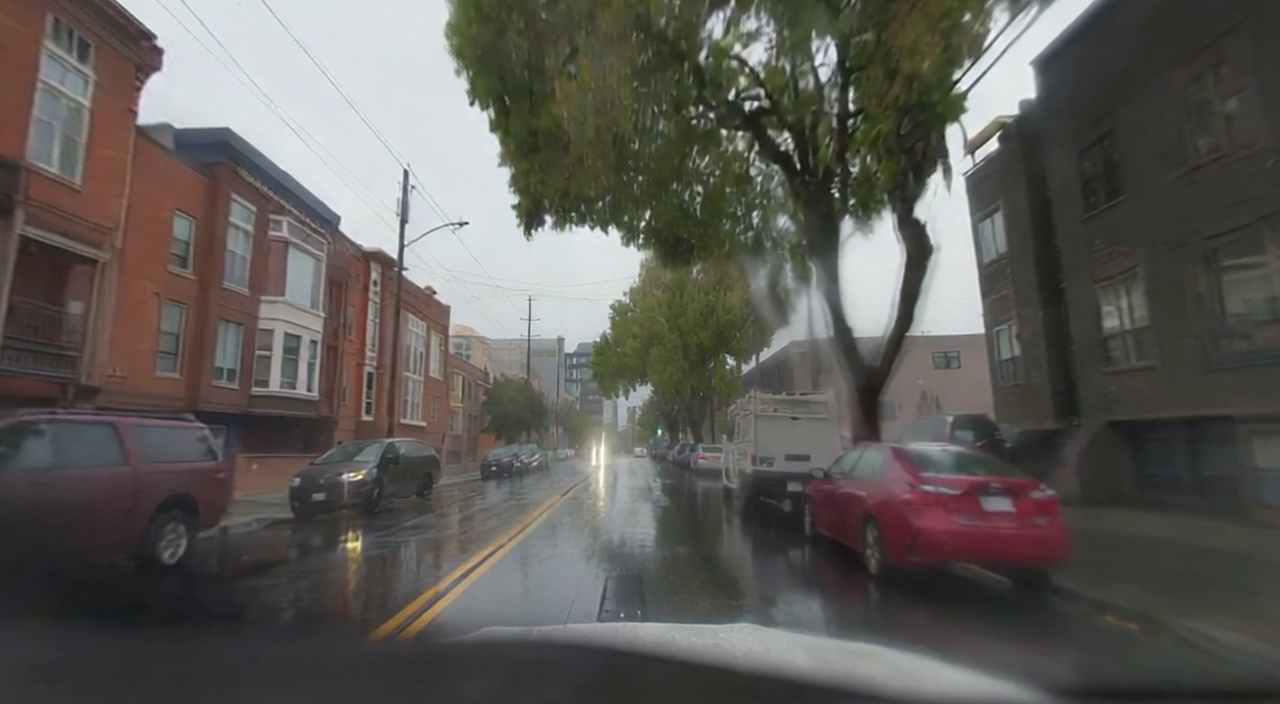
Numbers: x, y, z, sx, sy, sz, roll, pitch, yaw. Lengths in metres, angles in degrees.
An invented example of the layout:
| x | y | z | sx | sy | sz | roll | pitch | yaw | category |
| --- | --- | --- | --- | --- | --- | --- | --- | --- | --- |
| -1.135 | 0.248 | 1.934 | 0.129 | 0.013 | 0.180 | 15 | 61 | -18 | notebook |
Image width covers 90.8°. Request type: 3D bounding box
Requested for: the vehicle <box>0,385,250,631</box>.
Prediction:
| x | y | z | sx | sy | sz | roll | pitch | yaw | category |
| --- | --- | --- | --- | --- | --- | --- | --- | --- | --- |
| -6.694 | 1.435 | 6.012 | 2.235 | 2.119 | 6.061 | 0 | -8 | -2 | vehicle |

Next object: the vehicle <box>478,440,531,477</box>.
| x | y | z | sx | sy | sz | roll | pitch | yaw | category |
| --- | --- | --- | --- | --- | --- | --- | --- | --- | --- |
| -7.019 | 5.563 | 33.292 | 1.930 | 1.756 | 4.955 | 0 | -8 | -3 | vehicle |

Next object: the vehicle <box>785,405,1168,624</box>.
| x | y | z | sx | sy | sz | roll | pitch | yaw | category |
| --- | --- | --- | --- | --- | --- | --- | --- | --- | --- |
| 3.086 | 1.550 | 6.974 | 1.896 | 1.675 | 4.000 | 0 | -8 | -2 | vehicle |

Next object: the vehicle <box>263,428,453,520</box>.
| x | y | z | sx | sy | sz | roll | pitch | yaw | category |
| --- | --- | --- | --- | --- | --- | --- | --- | --- | --- |
| -6.789 | 2.990 | 16.204 | 2.259 | 1.899 | 5.643 | 0 | -8 | 0 | vehicle |

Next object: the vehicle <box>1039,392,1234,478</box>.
| x | y | z | sx | sy | sz | roll | pitch | yaw | category |
| --- | --- | --- | --- | --- | --- | --- | --- | --- | --- |
| 14.868 | 2.536 | 19.125 | 4.234 | 1.965 | 2.025 | 7 | -9 | 2 | vehicle |

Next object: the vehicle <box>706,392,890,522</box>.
| x | y | z | sx | sy | sz | roll | pitch | yaw | category |
| --- | --- | --- | --- | --- | --- | --- | --- | --- | --- |
| 3.027 | 2.229 | 13.841 | 2.480 | 2.230 | 5.704 | 0 | -8 | -1 | vehicle |
